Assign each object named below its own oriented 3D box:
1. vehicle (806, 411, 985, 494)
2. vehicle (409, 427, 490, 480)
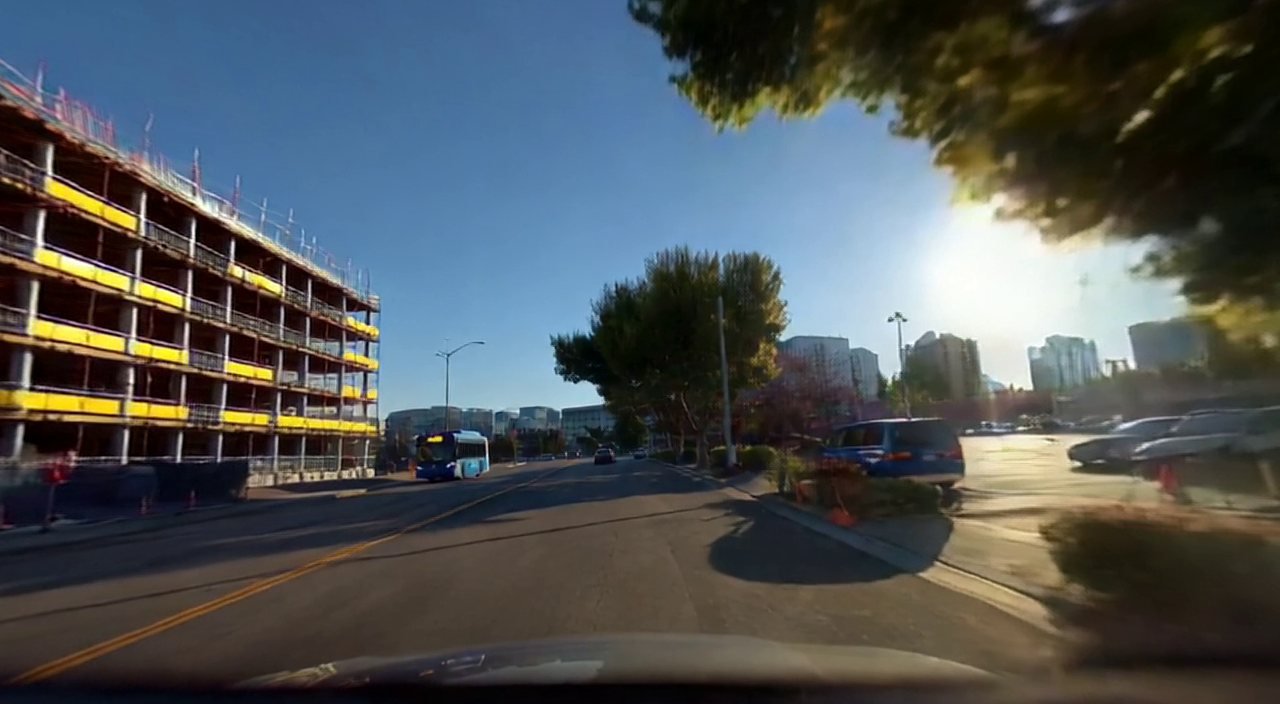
[{"bbox_3d":[6.733,2.840,17.671,2.267,1.911,5.816,1,-10,-4],"label":"vehicle"},{"bbox_3d":[-11.082,6.019,37.448,2.979,2.803,5.962,-1,-9,0],"label":"vehicle"}]
